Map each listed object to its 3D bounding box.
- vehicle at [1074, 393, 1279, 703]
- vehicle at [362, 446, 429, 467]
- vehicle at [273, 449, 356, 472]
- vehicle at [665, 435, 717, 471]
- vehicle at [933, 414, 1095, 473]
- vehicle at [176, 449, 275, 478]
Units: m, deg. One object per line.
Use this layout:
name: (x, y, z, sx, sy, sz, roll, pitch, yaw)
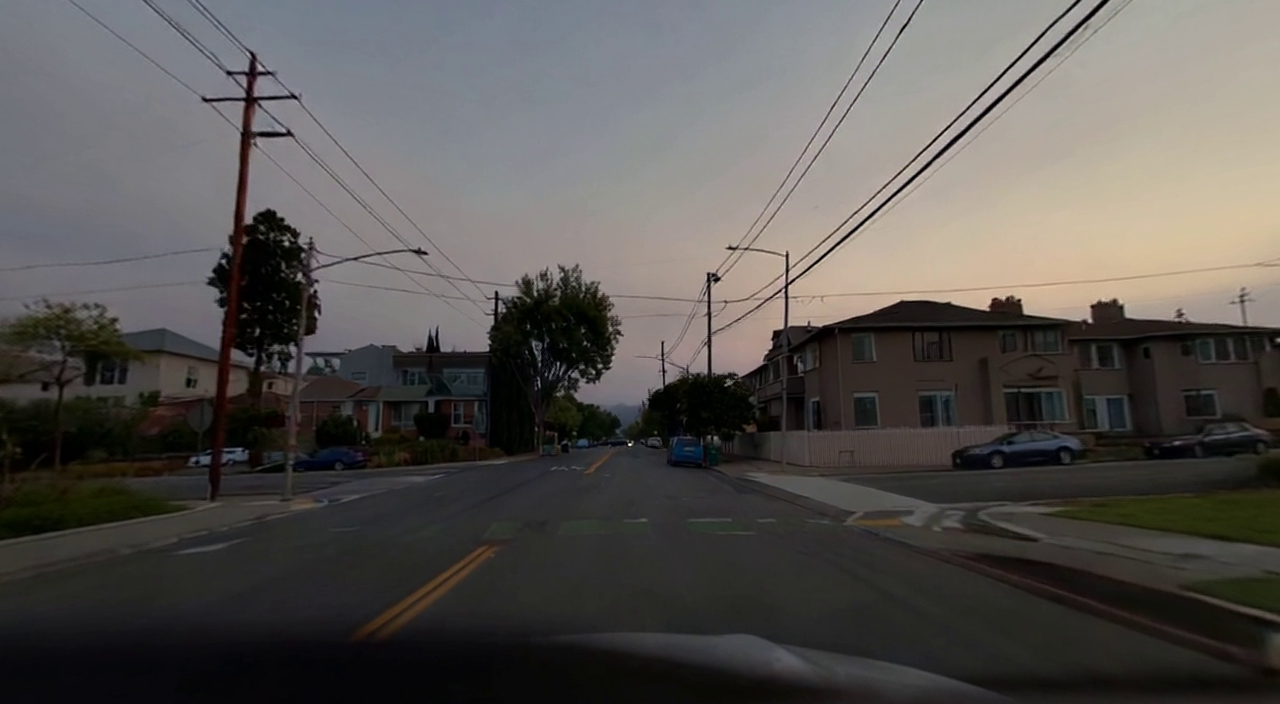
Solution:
vehicle: (3.088, 0.653, 0.465, 2.053, 1.501, 4.765, 0, -9, -2)
vehicle: (-18.516, 7.940, 47.974, 1.835, 1.463, 4.469, -4, -10, 32)
vehicle: (-22.009, 7.329, 42.875, 1.797, 1.446, 4.694, -4, -10, 30)
vehicle: (2.373, 4.893, 30.652, 1.999, 1.604, 4.065, 0, -9, -3)
vehicle: (12.926, 3.186, 22.028, 4.375, 1.733, 1.953, -2, -9, -5)
vehicle: (-25.061, 6.729, 38.392, 1.814, 1.462, 4.703, -8, -10, 30)
